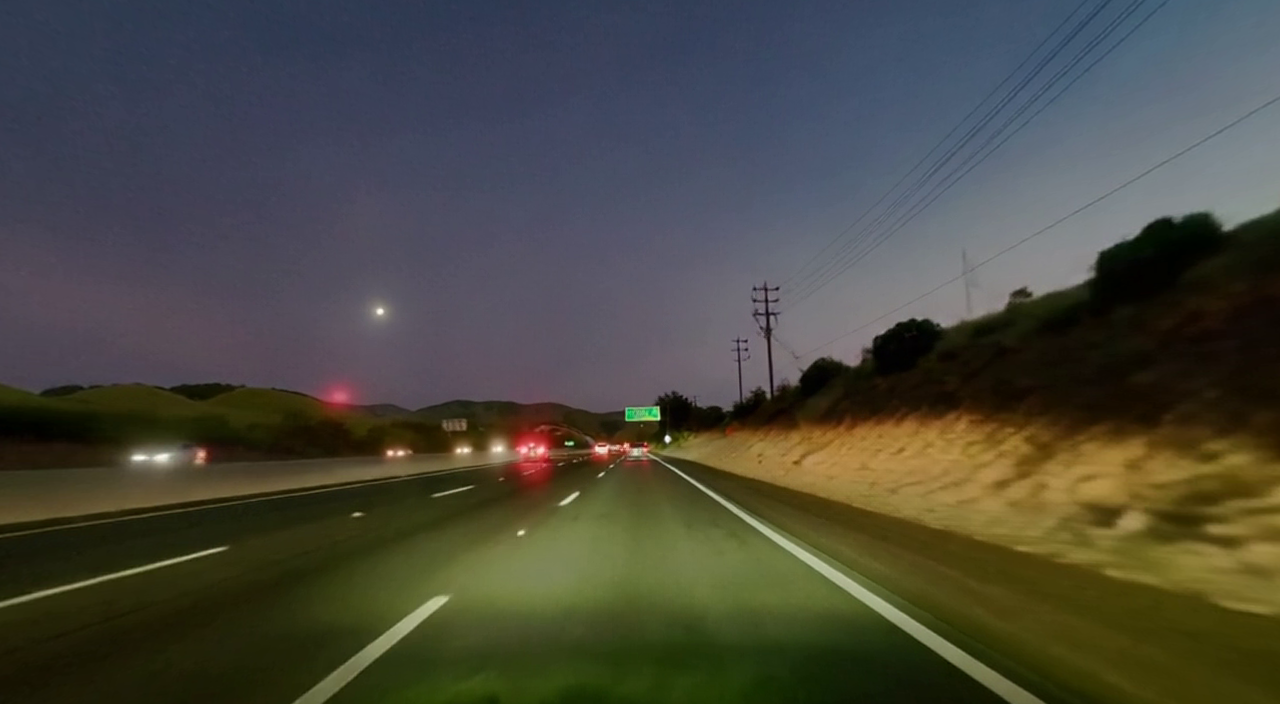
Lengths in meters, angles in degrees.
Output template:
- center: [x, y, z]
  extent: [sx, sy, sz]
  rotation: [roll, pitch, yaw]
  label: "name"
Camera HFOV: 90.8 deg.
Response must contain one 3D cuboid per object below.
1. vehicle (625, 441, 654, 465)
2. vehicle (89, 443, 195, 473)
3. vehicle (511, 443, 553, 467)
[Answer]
- center: [-0.042, 7.434, 46.685]
  extent: [2.063, 1.715, 4.299]
  rotation: [0, -8, 0]
  label: "vehicle"
- center: [-35.683, 7.578, 45.573]
  extent: [2.391, 1.995, 6.473]
  rotation: [0, -8, 0]
  label: "vehicle"
- center: [-7.343, 7.025, 43.363]
  extent: [2.077, 1.511, 4.323]
  rotation: [0, -8, 1]
  label: "vehicle"
